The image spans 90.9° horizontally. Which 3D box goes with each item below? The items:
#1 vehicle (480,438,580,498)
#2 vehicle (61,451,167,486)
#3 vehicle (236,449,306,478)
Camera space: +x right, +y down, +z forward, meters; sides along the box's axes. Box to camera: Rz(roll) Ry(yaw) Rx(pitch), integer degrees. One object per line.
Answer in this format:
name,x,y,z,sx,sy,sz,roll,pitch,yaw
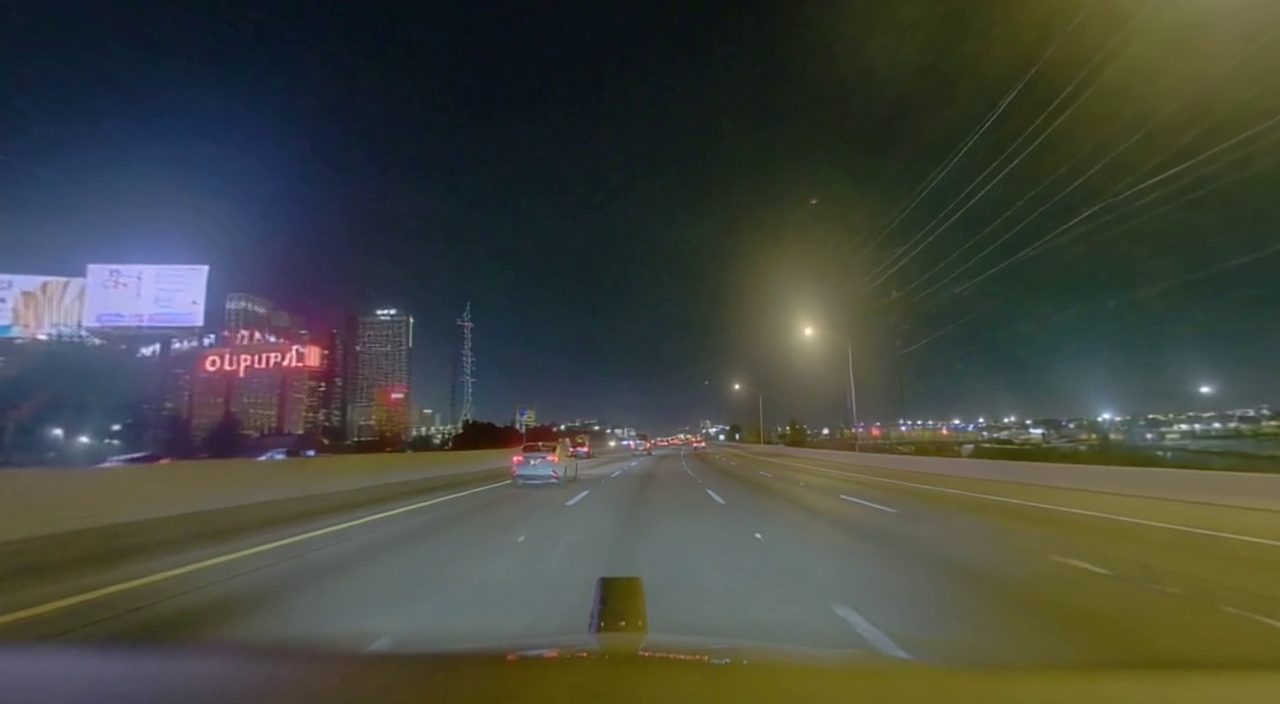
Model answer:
vehicle,-2.838,3.093,17.210,1.891,1.444,3.968,0,-8,2
vehicle,-23.033,5.096,27.804,1.605,1.392,3.428,0,-8,2
vehicle,-19.140,5.754,32.828,1.472,1.365,3.348,-1,-8,3
